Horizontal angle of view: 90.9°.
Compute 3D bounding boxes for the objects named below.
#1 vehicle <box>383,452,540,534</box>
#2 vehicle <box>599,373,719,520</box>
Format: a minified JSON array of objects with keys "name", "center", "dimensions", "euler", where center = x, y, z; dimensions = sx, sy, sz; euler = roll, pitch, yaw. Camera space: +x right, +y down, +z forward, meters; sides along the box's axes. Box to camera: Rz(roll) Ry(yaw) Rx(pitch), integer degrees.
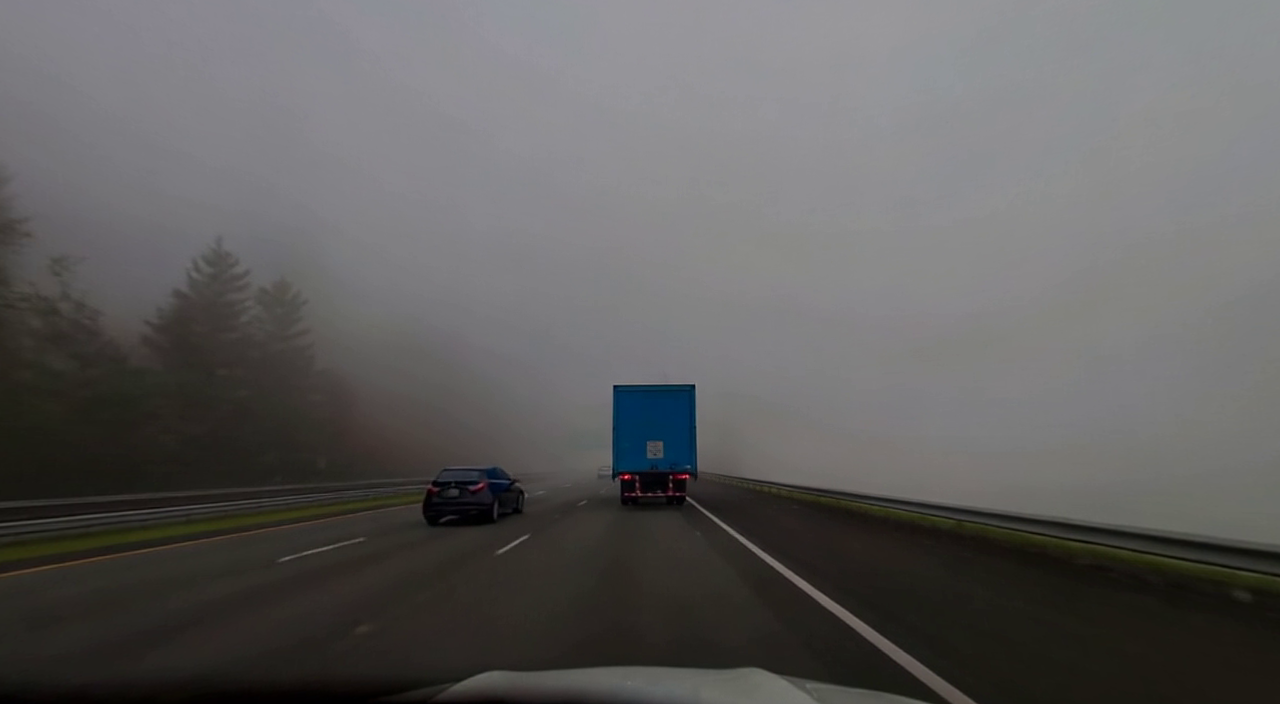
[{"name":"vehicle","center":[-3.782,3.135,14.446],"dimensions":[2.079,1.506,4.821],"euler":[0,-10,1]},{"name":"vehicle","center":[0.514,3.238,20.800],"dimensions":[3.008,3.678,9.512],"euler":[1,-10,0]}]
